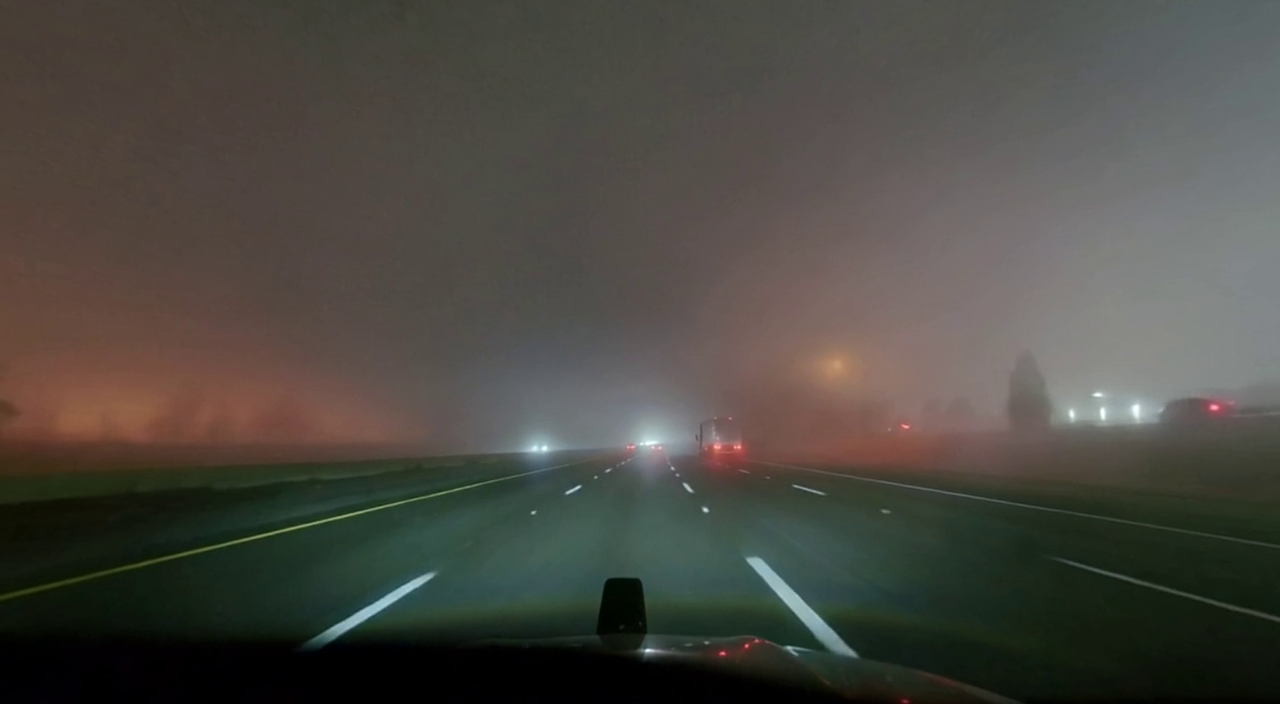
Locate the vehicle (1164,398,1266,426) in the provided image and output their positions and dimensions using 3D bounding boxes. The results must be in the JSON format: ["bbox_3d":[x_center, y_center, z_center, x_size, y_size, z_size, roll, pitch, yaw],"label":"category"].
[{"bbox_3d":[44.371,4.679,48.866,2.205,1.861,5.602,1,-9,-8],"label":"vehicle"}]
